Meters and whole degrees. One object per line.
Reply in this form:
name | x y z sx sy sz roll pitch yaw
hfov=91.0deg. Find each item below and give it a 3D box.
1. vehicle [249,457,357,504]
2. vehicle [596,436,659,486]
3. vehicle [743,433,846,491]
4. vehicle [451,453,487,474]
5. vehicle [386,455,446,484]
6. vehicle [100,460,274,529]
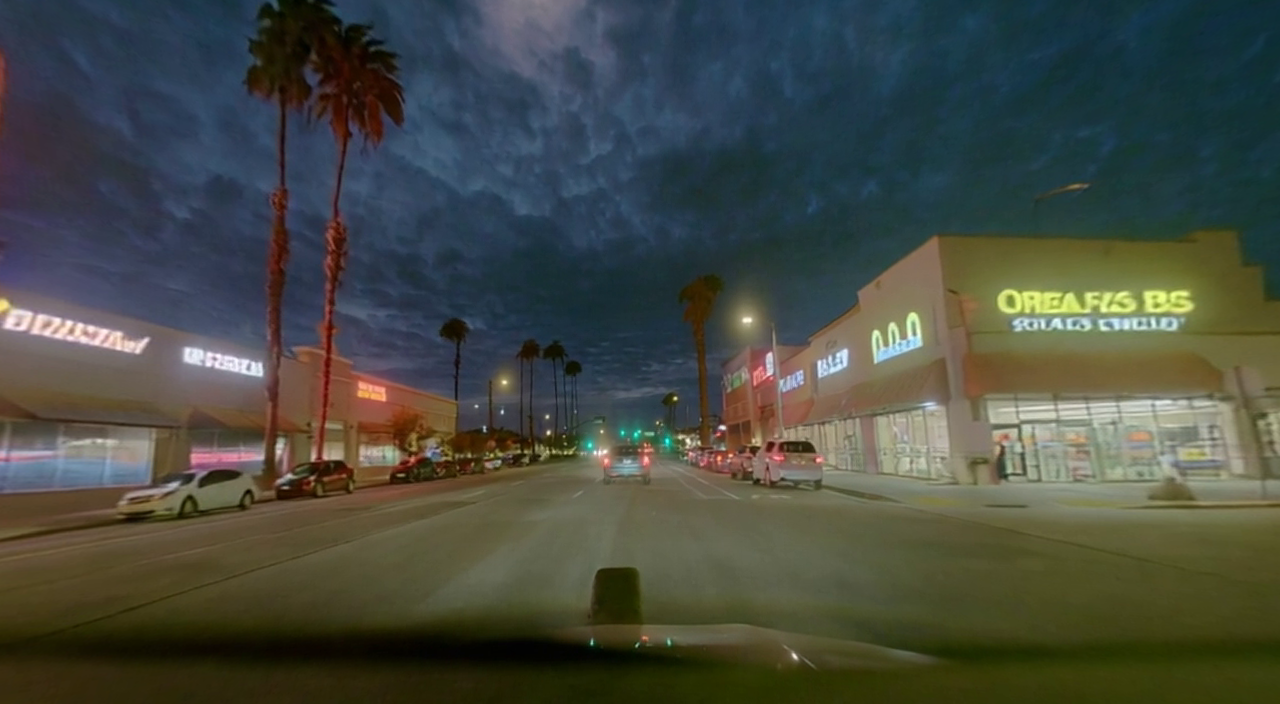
vehicle | -13.331 5.064 25.242 1.968 1.472 4.345 -4 -9 0
vehicle | -0.429 4.198 24.497 2.239 1.763 4.096 0 -8 0
vehicle | 5.647 4.111 23.986 2.430 1.924 5.779 0 -8 0
vehicle | -13.248 8.687 49.053 1.774 1.522 3.699 0 -8 0
vehicle | -13.234 6.927 37.462 1.840 1.521 4.450 0 -8 1
vehicle | -13.132 4.101 18.672 1.881 1.484 4.565 -5 -8 -1
